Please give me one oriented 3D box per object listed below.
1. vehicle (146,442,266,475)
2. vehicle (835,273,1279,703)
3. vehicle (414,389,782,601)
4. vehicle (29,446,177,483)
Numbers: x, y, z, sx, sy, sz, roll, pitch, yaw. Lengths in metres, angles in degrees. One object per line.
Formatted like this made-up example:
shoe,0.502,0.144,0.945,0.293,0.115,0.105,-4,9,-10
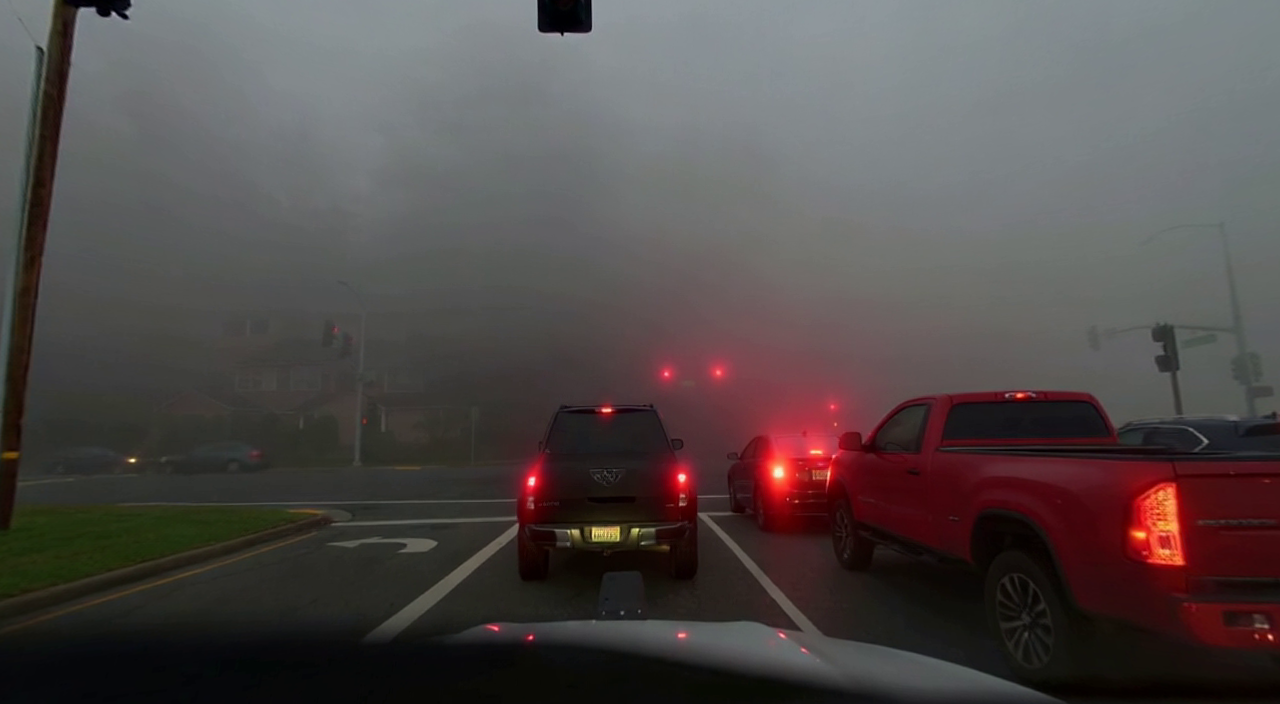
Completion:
vehicle,-21.059,5.167,30.820,4.404,1.534,1.704,1,-8,-9
vehicle,2.976,0.947,3.869,1.886,1.849,5.070,0,-8,-1
vehicle,-0.285,1.396,6.681,3.379,1.780,1.915,-2,-8,11
vehicle,-22.867,4.786,27.075,4.533,1.350,1.714,0,-7,-9
